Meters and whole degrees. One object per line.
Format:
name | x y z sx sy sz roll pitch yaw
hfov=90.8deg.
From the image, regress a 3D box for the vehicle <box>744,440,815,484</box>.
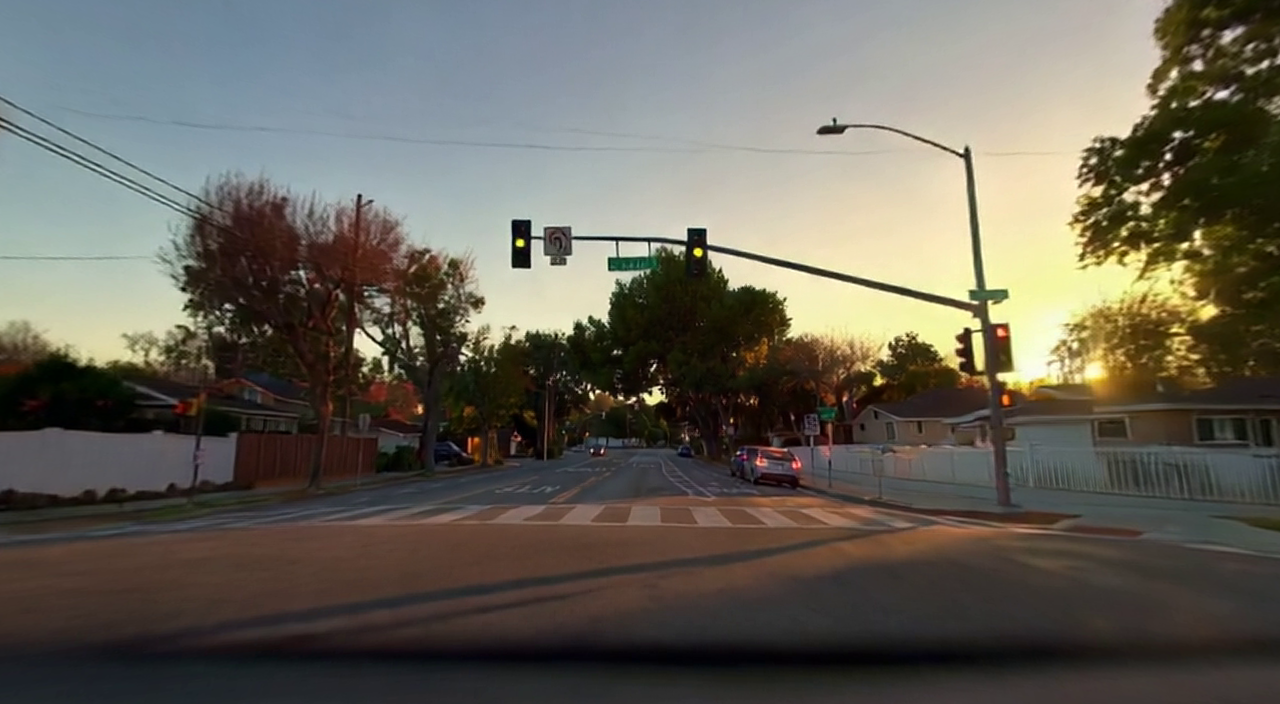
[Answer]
vehicle | 5.502 4.383 25.513 1.891 1.611 4.269 0 -8 0
